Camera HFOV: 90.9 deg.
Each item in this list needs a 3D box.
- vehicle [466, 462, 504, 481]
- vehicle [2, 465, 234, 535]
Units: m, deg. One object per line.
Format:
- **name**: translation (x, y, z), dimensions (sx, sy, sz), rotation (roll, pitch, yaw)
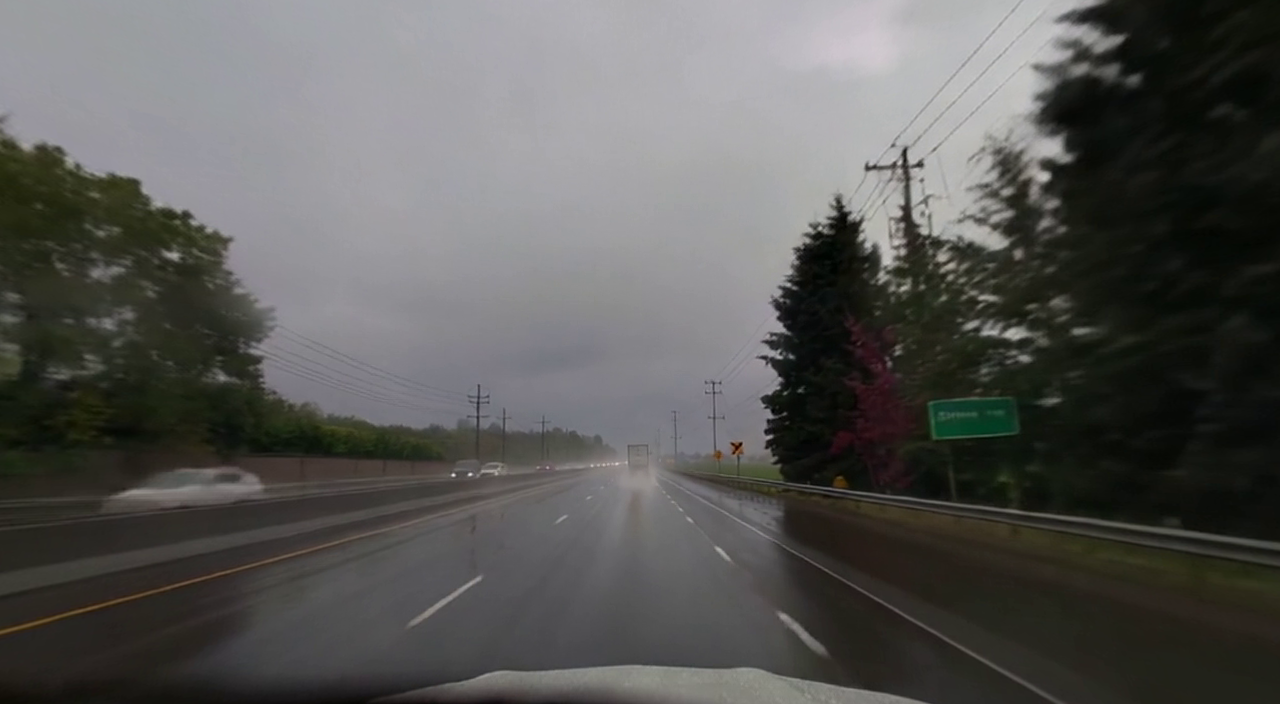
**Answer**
- **vehicle**: translation (-11.889, 9.211, 48.604), dimensions (1.877, 1.429, 3.879), rotation (0, -11, 0)
- **vehicle**: translation (-12.471, 3.535, 15.564), dimensions (1.945, 1.434, 4.412), rotation (0, -10, -1)
